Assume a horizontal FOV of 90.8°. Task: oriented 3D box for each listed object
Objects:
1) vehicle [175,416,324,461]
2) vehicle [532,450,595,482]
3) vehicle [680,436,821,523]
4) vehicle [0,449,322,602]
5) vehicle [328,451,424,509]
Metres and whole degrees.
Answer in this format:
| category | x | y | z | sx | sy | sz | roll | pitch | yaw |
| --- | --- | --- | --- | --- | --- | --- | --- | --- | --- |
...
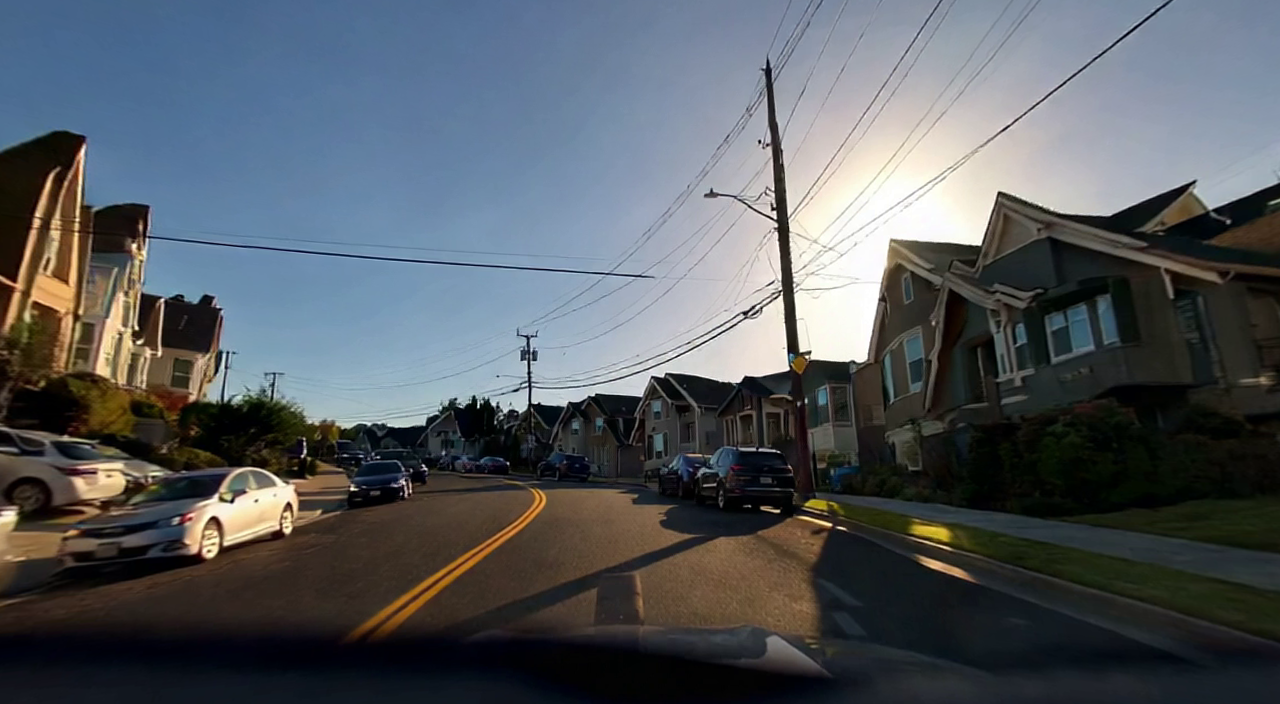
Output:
| category | x | y | z | sx | sy | sz | roll | pitch | yaw |
| --- | --- | --- | --- | --- | --- | --- | --- | --- | --- |
| vehicle | -18.729 | 4.215 | 30.586 | 5.822 | 1.956 | 2.355 | 5 | -10 | -32 |
| vehicle | -4.572 | 6.672 | 37.215 | 1.994 | 1.682 | 4.750 | 9 | -12 | -27 |
| vehicle | 2.468 | 3.002 | 15.523 | 1.974 | 1.769 | 4.610 | 1 | -9 | -9 |
| vehicle | -7.140 | 2.406 | 9.640 | 2.154 | 1.516 | 4.854 | -7 | -8 | -3 |
| vehicle | -8.123 | 3.914 | 19.760 | 2.003 | 1.447 | 3.642 | -2 | -8 | -10 |
